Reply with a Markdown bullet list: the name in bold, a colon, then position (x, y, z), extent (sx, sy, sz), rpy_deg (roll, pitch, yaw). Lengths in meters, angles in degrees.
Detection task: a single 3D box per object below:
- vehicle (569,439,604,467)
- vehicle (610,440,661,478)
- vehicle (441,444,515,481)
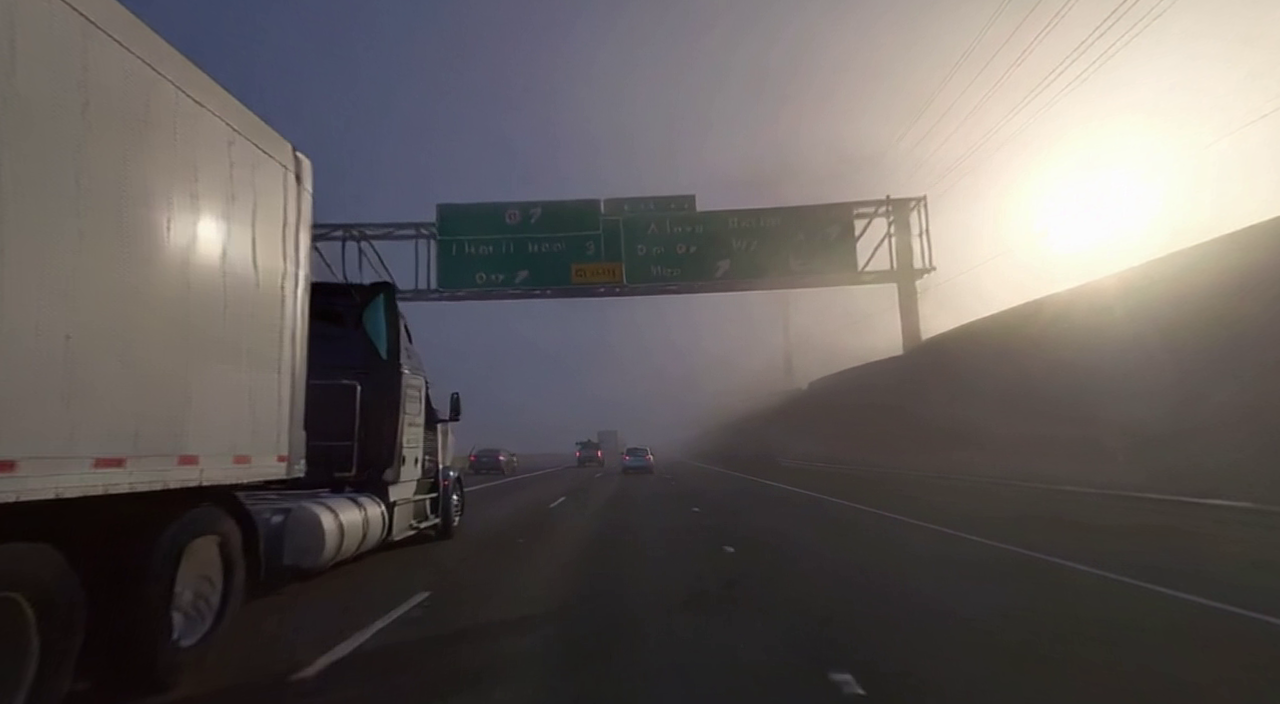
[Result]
- **vehicle**: position (-3.799, 7.326, 45.812), extent (2.109, 1.840, 4.614), rpy_deg (0, -9, 1)
- **vehicle**: position (-0.175, 4.928, 29.232), extent (2.178, 1.640, 4.071), rpy_deg (0, -9, 0)
- **vehicle**: position (-7.141, 4.904, 28.321), extent (2.025, 1.510, 4.582), rpy_deg (0, -9, 1)
